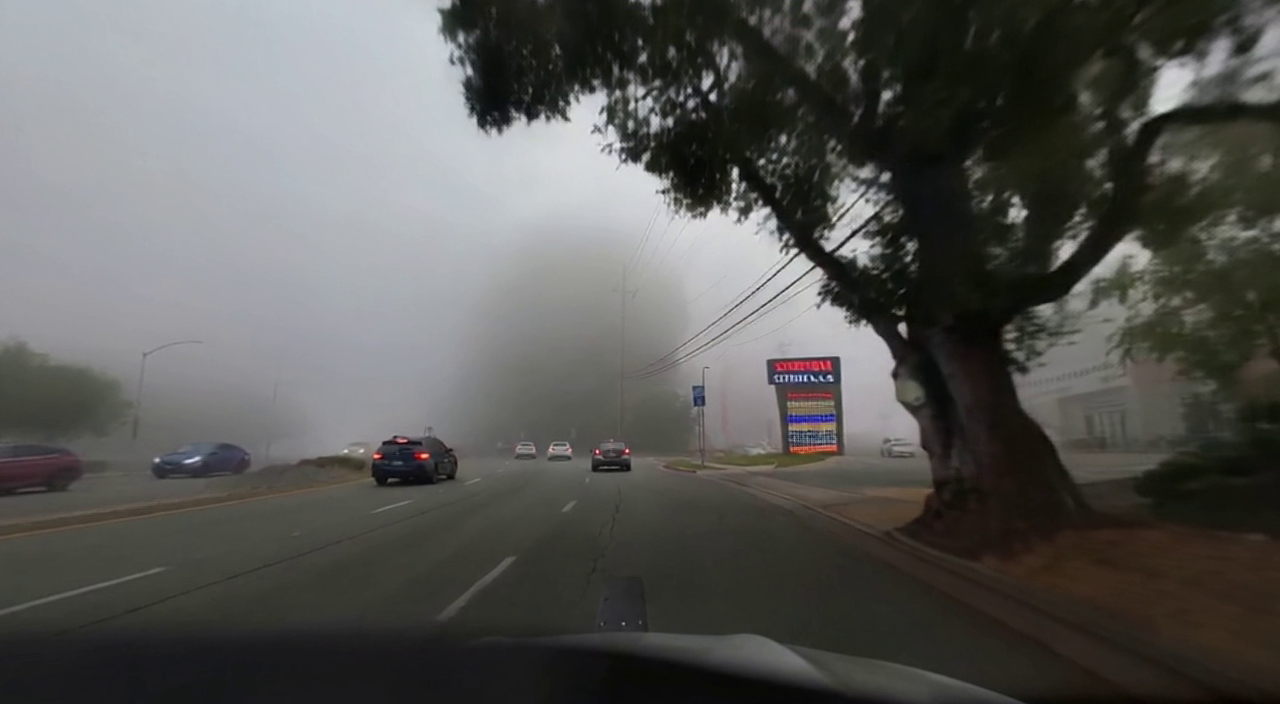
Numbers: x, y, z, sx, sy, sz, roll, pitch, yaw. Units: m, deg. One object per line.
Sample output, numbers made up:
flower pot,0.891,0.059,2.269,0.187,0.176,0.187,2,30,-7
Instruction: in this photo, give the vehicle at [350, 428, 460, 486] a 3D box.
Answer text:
vehicle,-7.762,3.510,21.385,2.195,1.752,4.515,0,-8,-3

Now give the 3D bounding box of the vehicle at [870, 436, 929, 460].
vehicle,16.963,6.287,41.512,1.795,1.485,4.601,0,-8,-2

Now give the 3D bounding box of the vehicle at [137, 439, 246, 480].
vehicle,-23.728,5.669,33.708,2.236,1.962,5.539,1,-8,-7

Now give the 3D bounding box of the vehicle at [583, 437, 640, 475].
vehicle,-1.331,4.471,27.325,2.130,1.476,4.453,1,-8,-7
